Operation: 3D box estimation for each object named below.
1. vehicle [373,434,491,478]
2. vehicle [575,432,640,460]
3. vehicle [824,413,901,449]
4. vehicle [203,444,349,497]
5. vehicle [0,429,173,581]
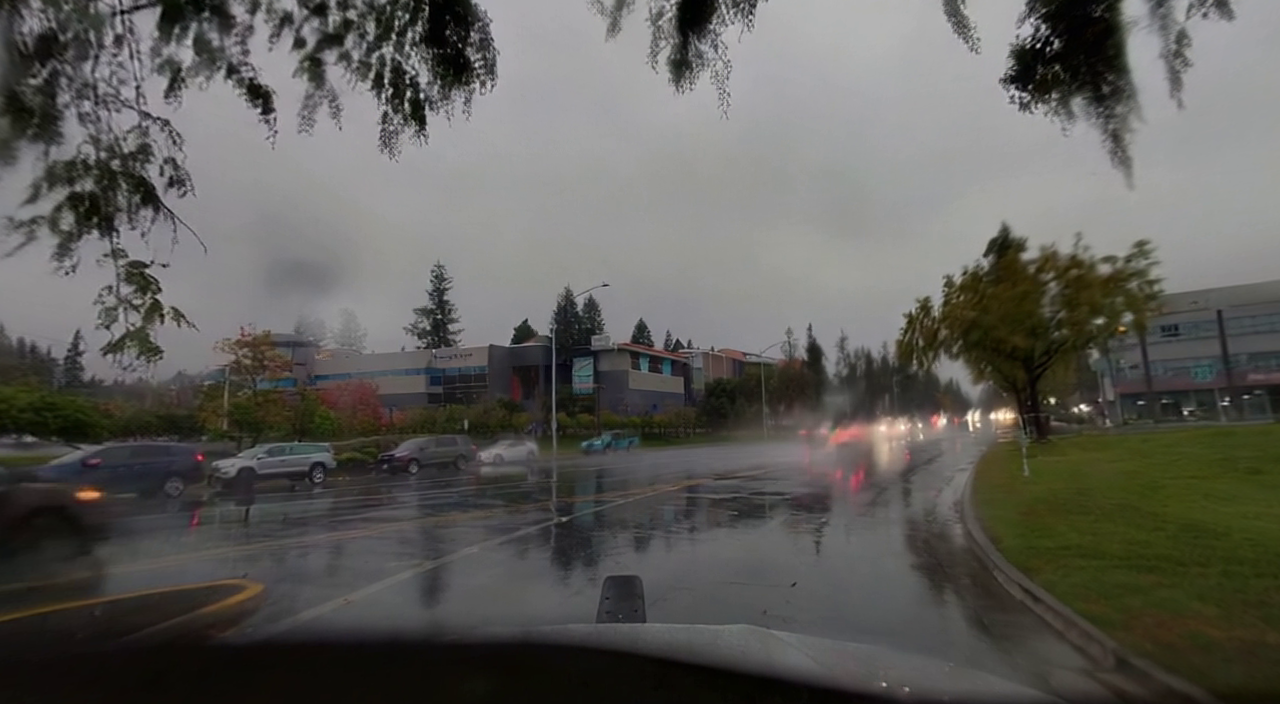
[{"bbox_3d":[-9.834,4.903,30.229,2.134,1.924,4.911,-6,-10,39],"label":"vehicle"},{"bbox_3d":[-2.032,6.130,41.496,1.926,1.691,4.646,-5,-9,32],"label":"vehicle"},{"bbox_3d":[13.606,4.836,38.481,2.517,1.936,4.748,-11,-13,43],"label":"vehicle"},{"bbox_3d":[-13.757,4.421,24.110,1.904,1.719,4.326,-5,-9,35],"label":"vehicle"},{"bbox_3d":[-7.687,1.527,6.230,1.984,1.482,4.482,-8,-11,38],"label":"vehicle"}]
